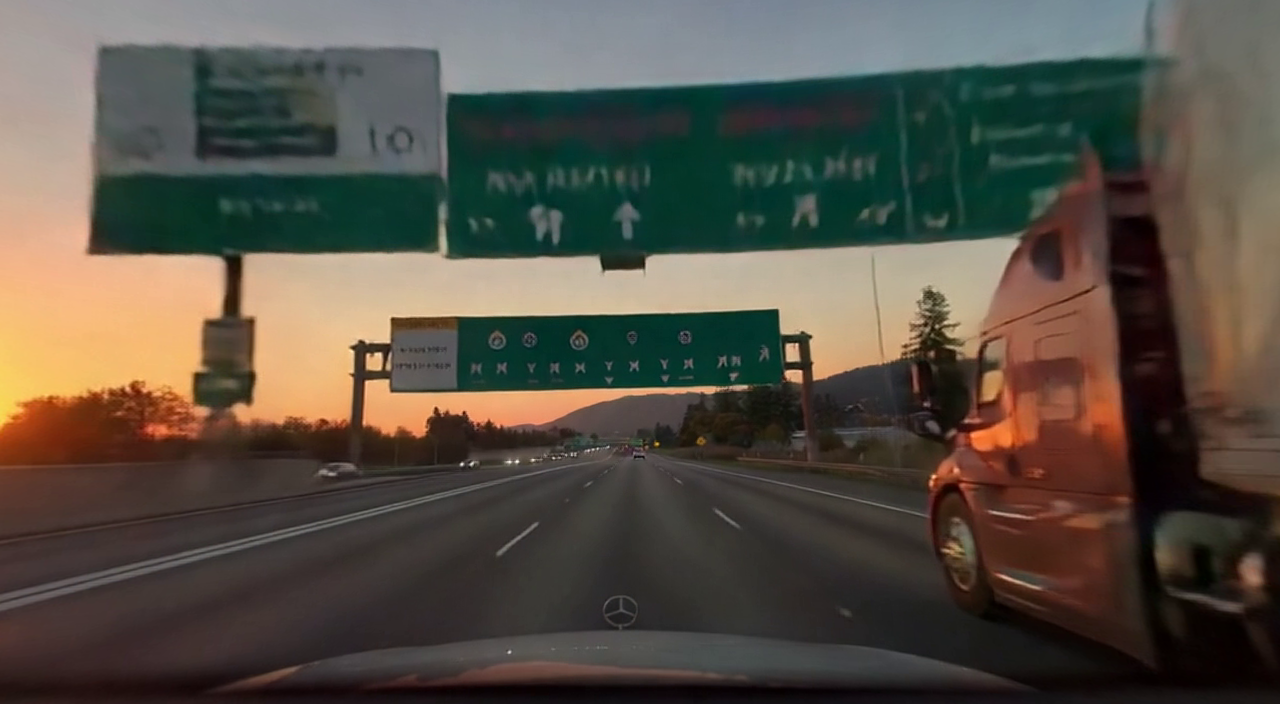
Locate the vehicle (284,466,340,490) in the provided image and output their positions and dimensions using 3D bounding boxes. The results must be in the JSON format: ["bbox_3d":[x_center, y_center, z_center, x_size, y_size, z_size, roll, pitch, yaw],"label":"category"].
[{"bbox_3d":[-22.672,8.694,43.473,1.803,1.447,3.820,0,-9,1],"label":"vehicle"}]
